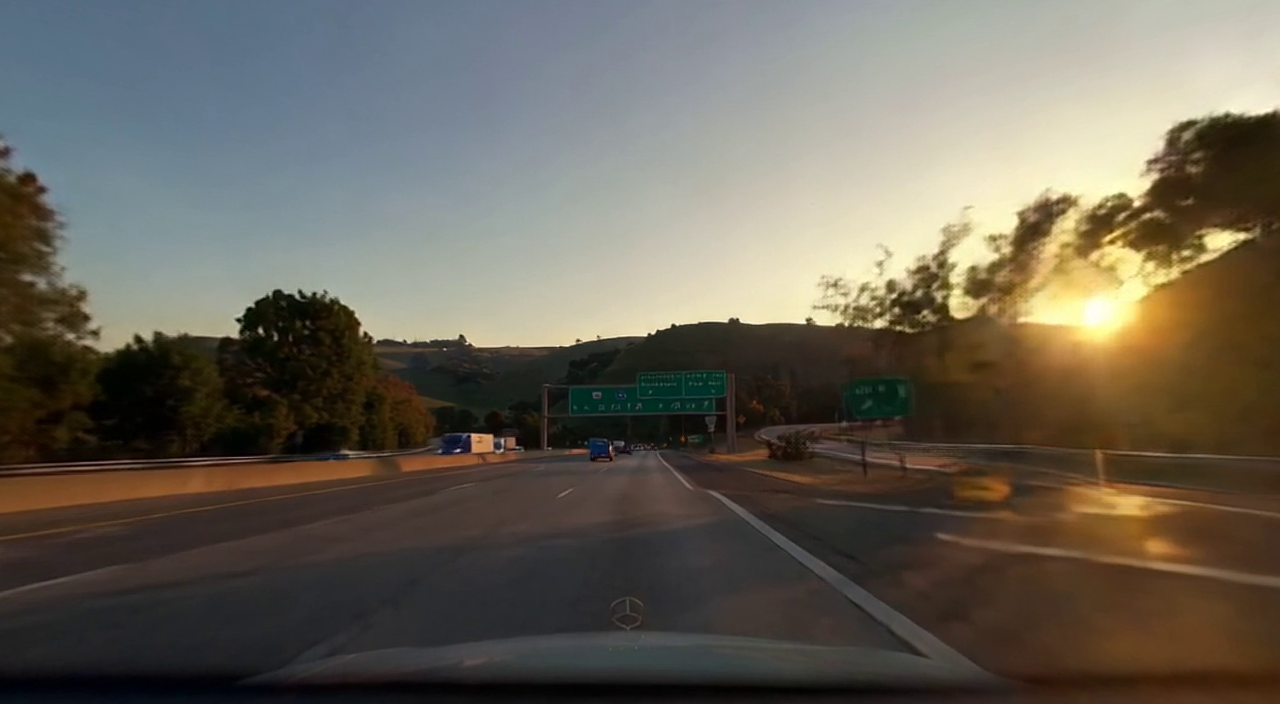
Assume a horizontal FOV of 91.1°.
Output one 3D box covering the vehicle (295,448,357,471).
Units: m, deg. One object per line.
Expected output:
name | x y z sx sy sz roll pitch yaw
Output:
vehicle | -21.891 7.494 43.992 1.916 1.484 4.689 0 -8 1
